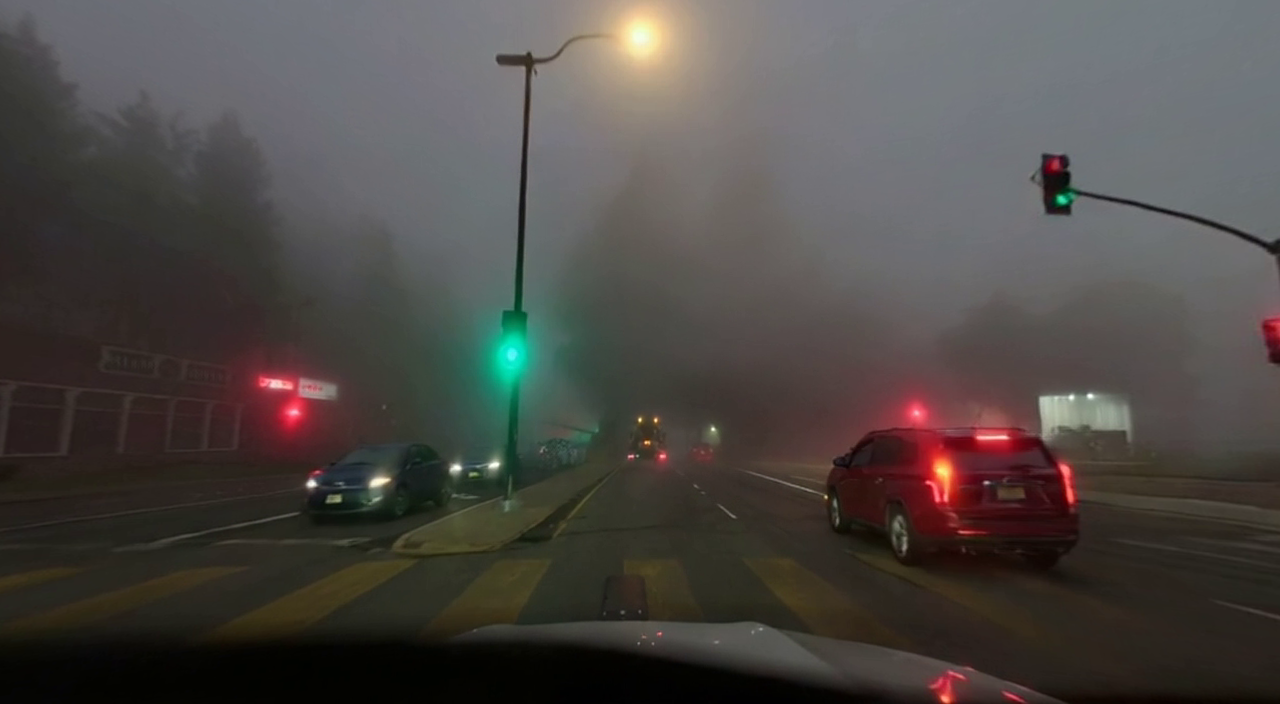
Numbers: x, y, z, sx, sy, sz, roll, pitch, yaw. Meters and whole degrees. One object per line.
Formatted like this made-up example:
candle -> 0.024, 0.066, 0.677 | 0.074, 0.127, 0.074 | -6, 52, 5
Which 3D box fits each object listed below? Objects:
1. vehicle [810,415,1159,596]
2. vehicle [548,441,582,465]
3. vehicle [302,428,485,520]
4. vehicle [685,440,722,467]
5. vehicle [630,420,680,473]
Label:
vehicle -> 3.665, 1.683, 7.743 | 2.025, 1.618, 3.949 | 0, -8, 0
vehicle -> -5.100, 6.898, 43.157 | 1.922, 1.506, 4.302 | 0, -8, -1
vehicle -> -4.635, 2.352, 12.687 | 2.001, 1.518, 4.316 | 0, -8, -1
vehicle -> 4.239, 6.840, 42.592 | 2.025, 1.754, 4.311 | 0, -8, -1
vehicle -> 0.787, 5.283, 35.520 | 2.566, 2.705, 6.350 | 0, -8, 0
